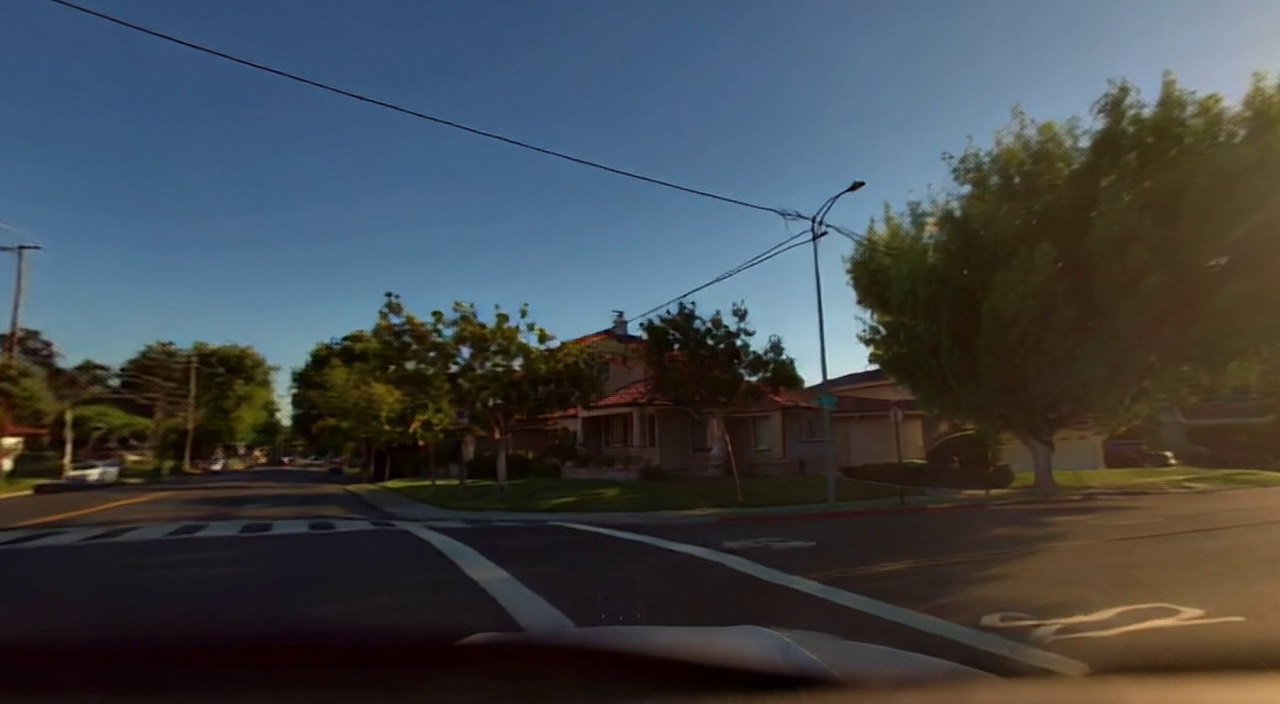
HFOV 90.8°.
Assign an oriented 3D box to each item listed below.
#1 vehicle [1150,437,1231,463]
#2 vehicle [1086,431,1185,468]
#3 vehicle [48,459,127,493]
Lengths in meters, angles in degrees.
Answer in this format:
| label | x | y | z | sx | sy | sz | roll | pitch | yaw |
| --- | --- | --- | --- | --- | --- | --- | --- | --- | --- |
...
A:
| label | x | y | z | sx | sy | sz | roll | pitch | yaw |
| --- | --- | --- | --- | --- | --- | --- | --- | --- | --- |
| vehicle | 40.229 | 7.158 | 46.149 | 5.099 | 1.746 | 2.139 | 3 | -12 | -22 |
| vehicle | 28.797 | 5.696 | 36.703 | 5.161 | 1.829 | 2.034 | 6 | -10 | -21 |
| vehicle | -28.448 | 6.347 | 32.697 | 2.036 | 1.546 | 4.705 | 5 | -10 | -29 |
